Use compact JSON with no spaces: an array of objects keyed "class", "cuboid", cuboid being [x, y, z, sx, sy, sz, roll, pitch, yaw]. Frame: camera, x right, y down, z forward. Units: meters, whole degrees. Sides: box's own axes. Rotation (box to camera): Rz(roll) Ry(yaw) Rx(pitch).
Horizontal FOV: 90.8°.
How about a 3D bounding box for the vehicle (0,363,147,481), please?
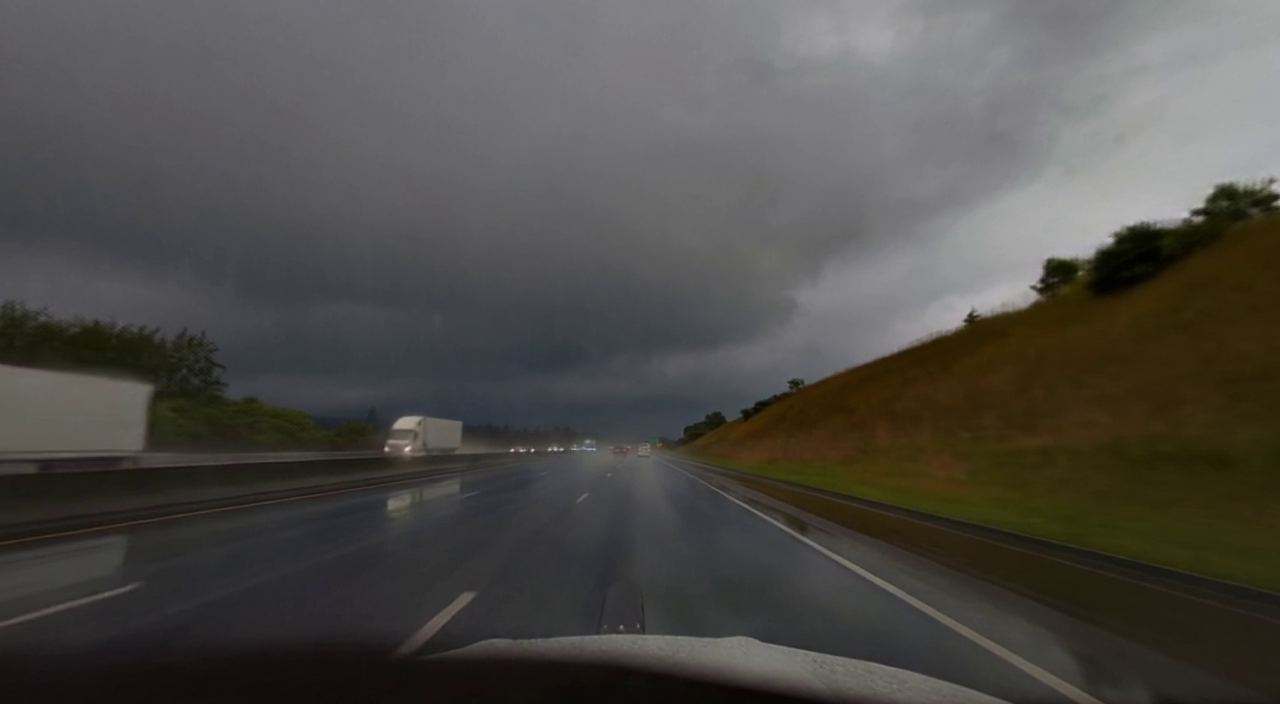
[{"class":"vehicle","cuboid":[-22.919,2.139,19.819,2.900,3.886,14.872,0,-9,0]}]
